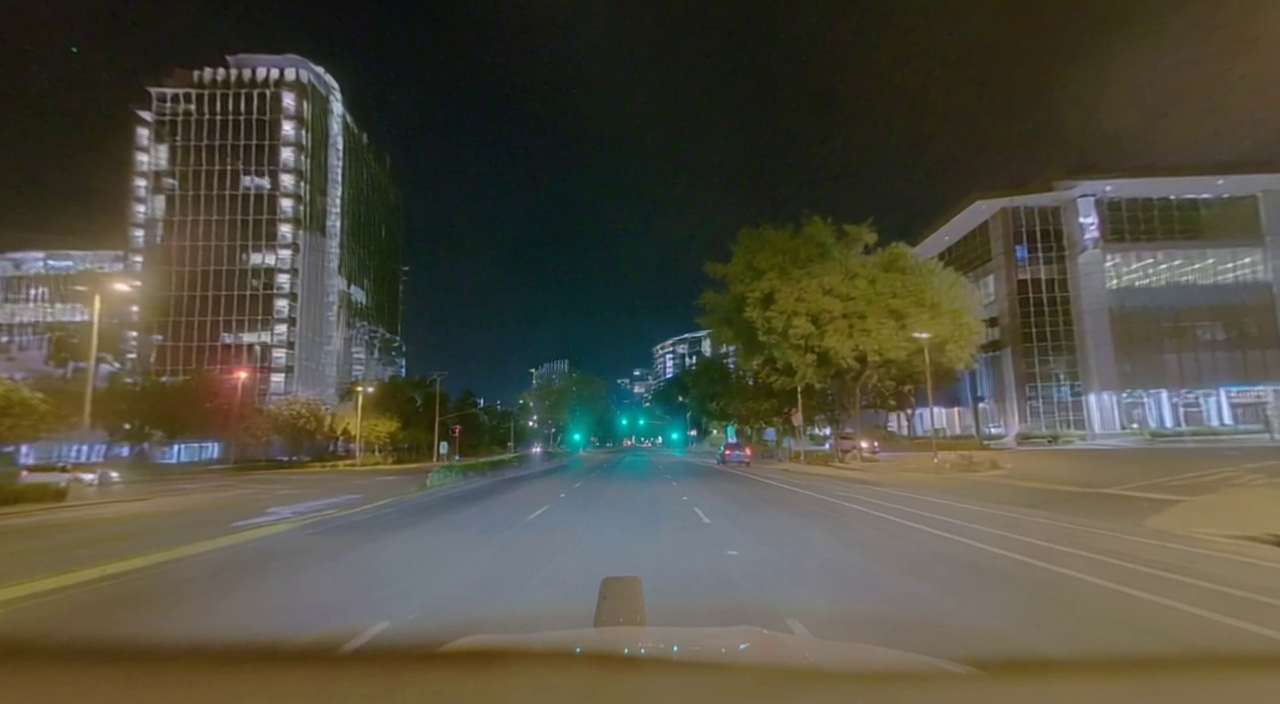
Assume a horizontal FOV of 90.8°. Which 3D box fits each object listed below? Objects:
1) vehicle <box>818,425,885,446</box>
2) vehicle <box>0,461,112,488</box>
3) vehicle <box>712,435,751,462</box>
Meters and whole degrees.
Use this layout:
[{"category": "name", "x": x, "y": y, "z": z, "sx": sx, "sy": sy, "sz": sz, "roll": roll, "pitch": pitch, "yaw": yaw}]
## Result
[{"category": "vehicle", "x": 15.712, "y": 6.265, "z": 47.105, "sx": 4.320, "sy": 1.492, "sz": 1.835, "roll": 0, "pitch": -8, "yaw": 3}, {"category": "vehicle", "x": -32.482, "y": 6.800, "z": 35.235, "sx": 4.359, "sy": 1.405, "sz": 1.831, "roll": 0, "pitch": -8, "yaw": -2}, {"category": "vehicle", "x": 6.078, "y": 6.479, "z": 42.413, "sx": 1.986, "sy": 1.682, "sz": 4.341, "roll": 0, "pitch": -8, "yaw": 0}]
